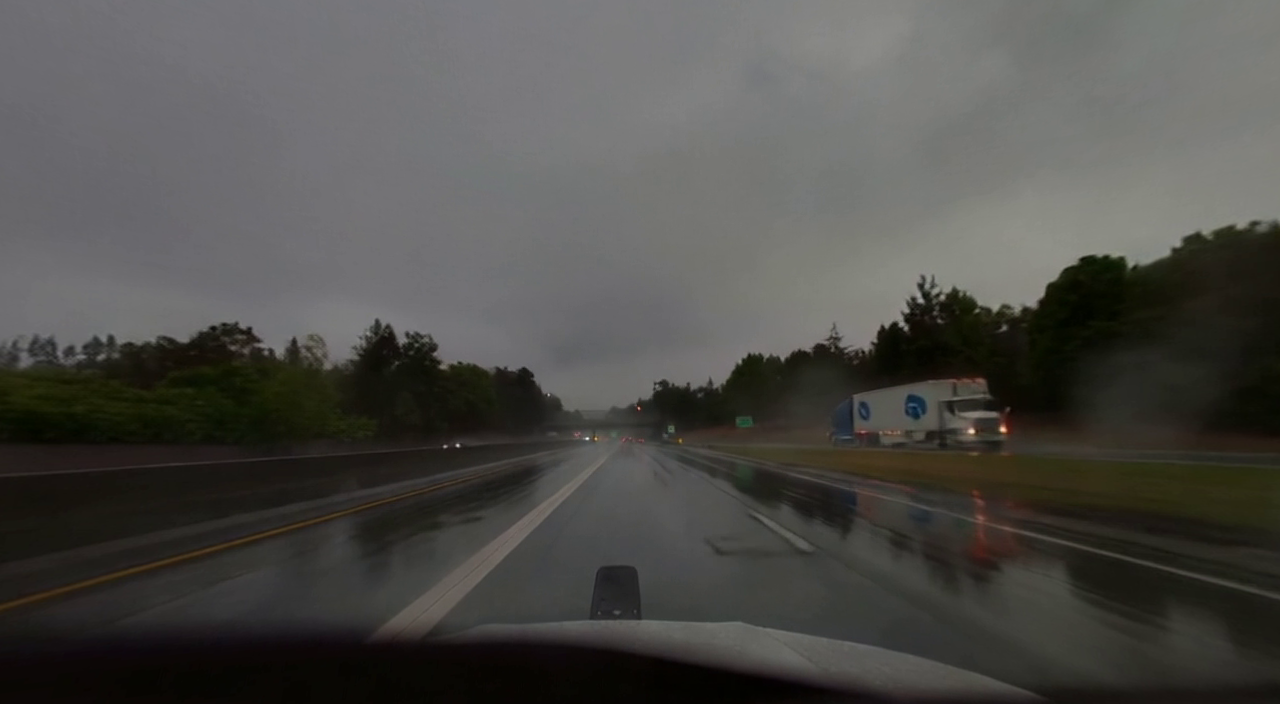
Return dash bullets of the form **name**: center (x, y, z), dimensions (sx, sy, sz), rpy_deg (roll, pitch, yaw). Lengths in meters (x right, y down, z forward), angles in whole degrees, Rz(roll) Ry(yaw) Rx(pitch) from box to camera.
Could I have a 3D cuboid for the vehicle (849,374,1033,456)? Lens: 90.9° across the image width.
- **vehicle**: center (17.831, 4.166, 39.418), dimensions (3.442, 4.212, 13.752), rpy_deg (1, -8, -7)
